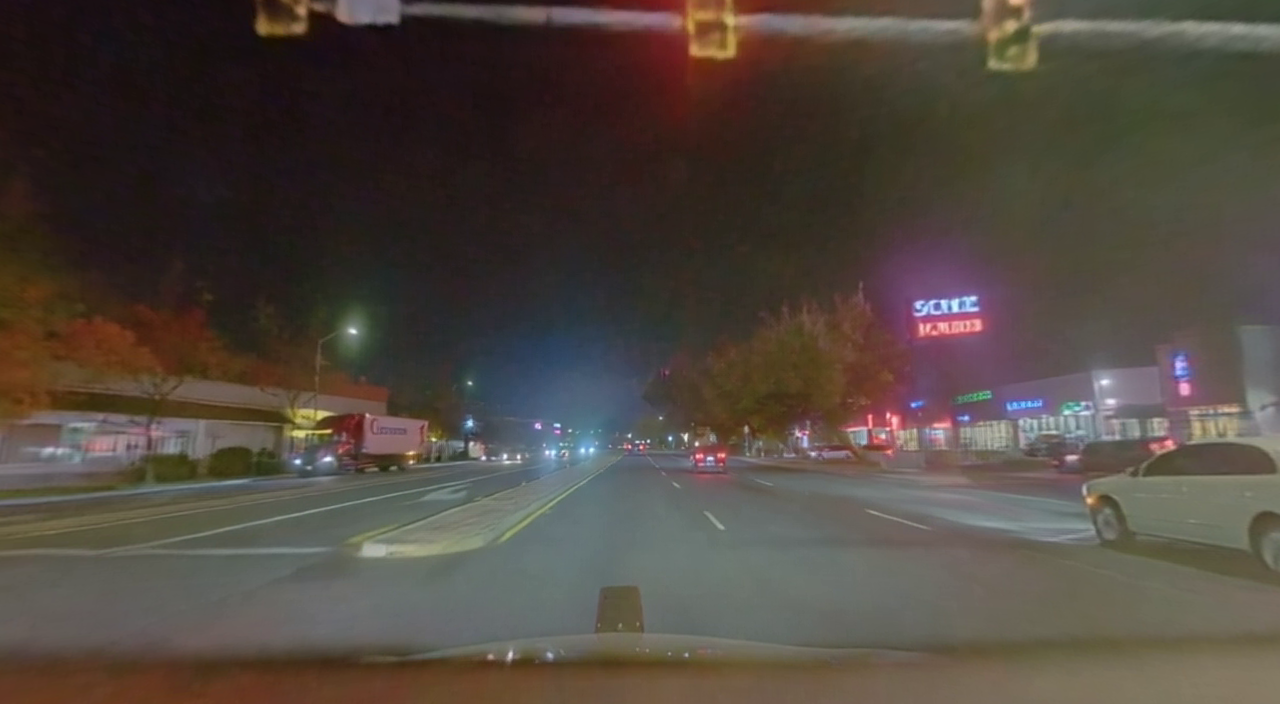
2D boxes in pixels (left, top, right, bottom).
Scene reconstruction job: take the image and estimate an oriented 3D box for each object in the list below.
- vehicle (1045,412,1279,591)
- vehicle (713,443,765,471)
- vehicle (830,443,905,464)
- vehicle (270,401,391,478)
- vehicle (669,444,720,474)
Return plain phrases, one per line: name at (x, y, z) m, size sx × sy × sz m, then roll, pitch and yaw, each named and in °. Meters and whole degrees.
vehicle at (6.959, 1.538, 6.870) m, size 2.002 × 1.651 × 4.647 m, roll 0°, pitch -8°, yaw 0°
vehicle at (5.836, 6.229, 37.723) m, size 2.150 × 1.485 × 4.919 m, roll 0°, pitch -9°, yaw -2°
vehicle at (16.599, 7.414, 46.246) m, size 4.679 × 1.448 × 2.178 m, roll 0°, pitch -9°, yaw -4°
vehicle at (-19.148, 5.597, 40.054) m, size 3.008 × 4.297 × 9.041 m, roll 0°, pitch -9°, yaw 0°
vehicle at (2.752, 5.527, 32.933) m, size 2.099 × 1.463 × 4.365 m, roll 0°, pitch -8°, yaw -2°
